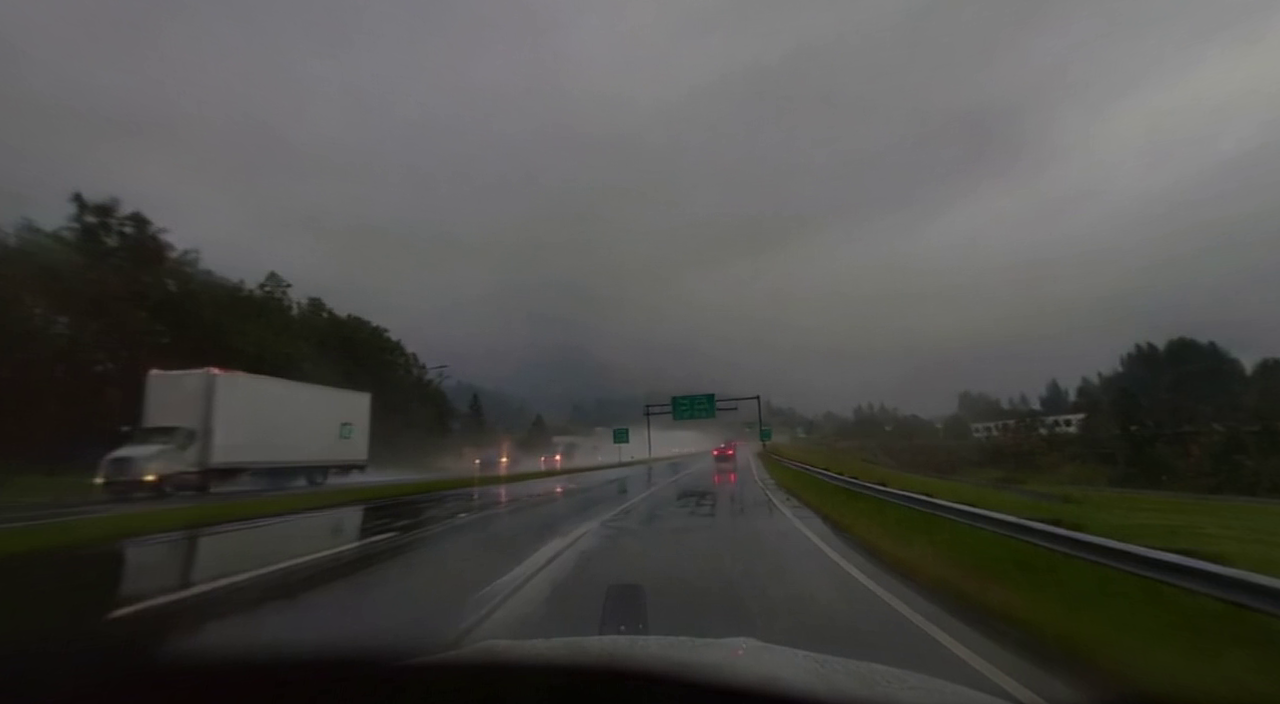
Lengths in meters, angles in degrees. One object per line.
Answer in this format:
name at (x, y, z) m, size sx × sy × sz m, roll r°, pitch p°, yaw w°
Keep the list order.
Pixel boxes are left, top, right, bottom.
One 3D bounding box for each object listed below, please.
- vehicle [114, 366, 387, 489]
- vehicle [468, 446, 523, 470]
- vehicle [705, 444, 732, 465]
vehicle at (-13.063, 2.868, 22.681) m, size 2.965 × 3.507 × 9.019 m, roll -2°, pitch -9°, yaw 9°
vehicle at (-9.400, 6.938, 41.389) m, size 1.908 × 1.447 × 4.337 m, roll -2°, pitch -9°, yaw 10°
vehicle at (5.755, 7.493, 46.002) m, size 1.807 × 1.427 × 3.645 m, roll -2°, pitch -9°, yaw 9°
